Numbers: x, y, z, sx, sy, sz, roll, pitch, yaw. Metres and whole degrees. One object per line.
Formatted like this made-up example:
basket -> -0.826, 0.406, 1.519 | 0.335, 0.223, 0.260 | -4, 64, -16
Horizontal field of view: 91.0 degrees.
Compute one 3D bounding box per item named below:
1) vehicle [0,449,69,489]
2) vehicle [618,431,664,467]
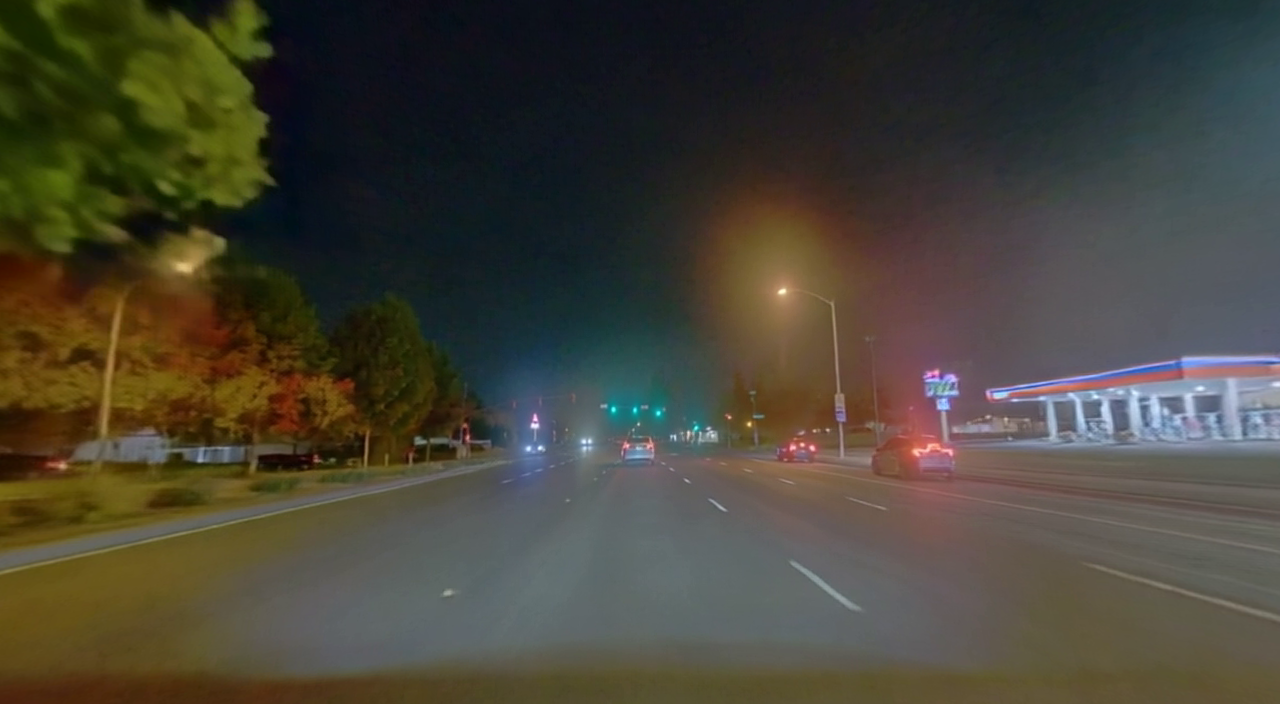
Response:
vehicle -> -28.704, 5.305, 28.845 | 4.749, 1.666, 1.859 | -4, -9, 24
vehicle -> 0.031, 4.968, 32.359 | 2.213, 1.715, 4.242 | 0, -8, -1
